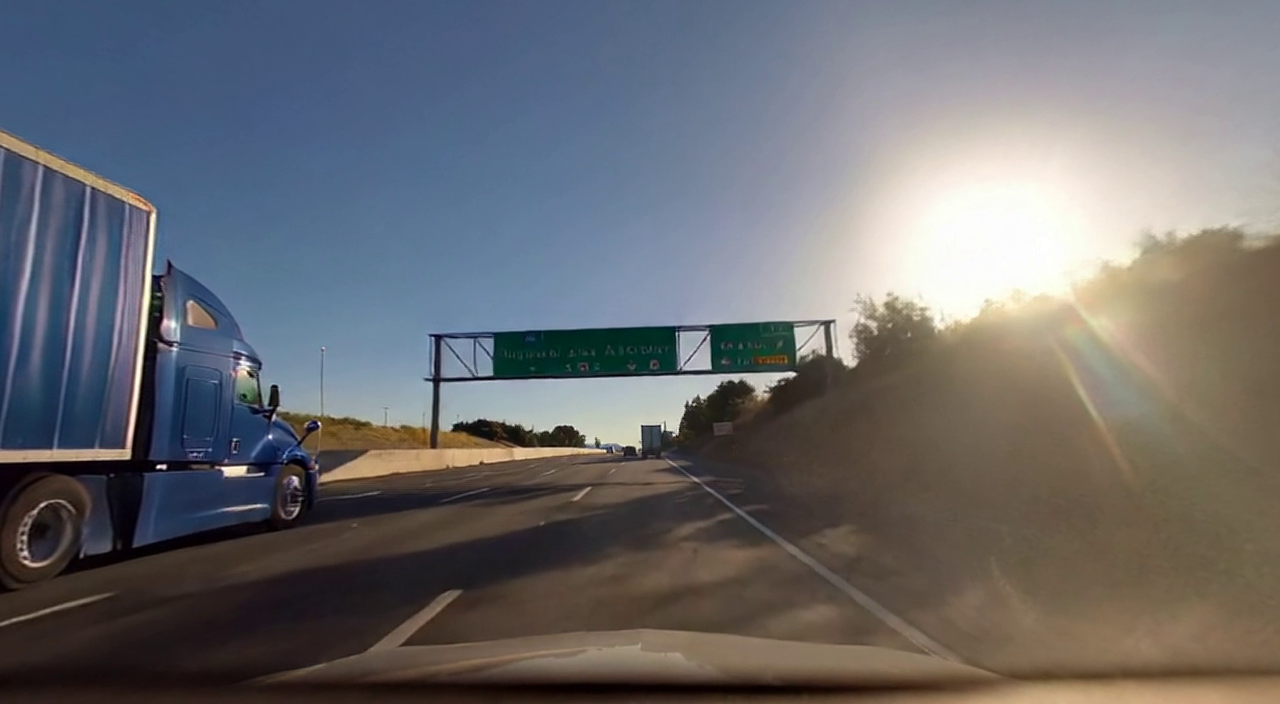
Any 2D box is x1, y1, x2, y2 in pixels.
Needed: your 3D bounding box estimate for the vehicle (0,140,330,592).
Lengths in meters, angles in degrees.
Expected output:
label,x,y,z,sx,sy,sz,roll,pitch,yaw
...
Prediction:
label,x,y,z,sx,sy,sz,roll,pitch,yaw
vehicle,-7.105,0.265,6.537,2.996,3.947,8.600,0,-9,2
